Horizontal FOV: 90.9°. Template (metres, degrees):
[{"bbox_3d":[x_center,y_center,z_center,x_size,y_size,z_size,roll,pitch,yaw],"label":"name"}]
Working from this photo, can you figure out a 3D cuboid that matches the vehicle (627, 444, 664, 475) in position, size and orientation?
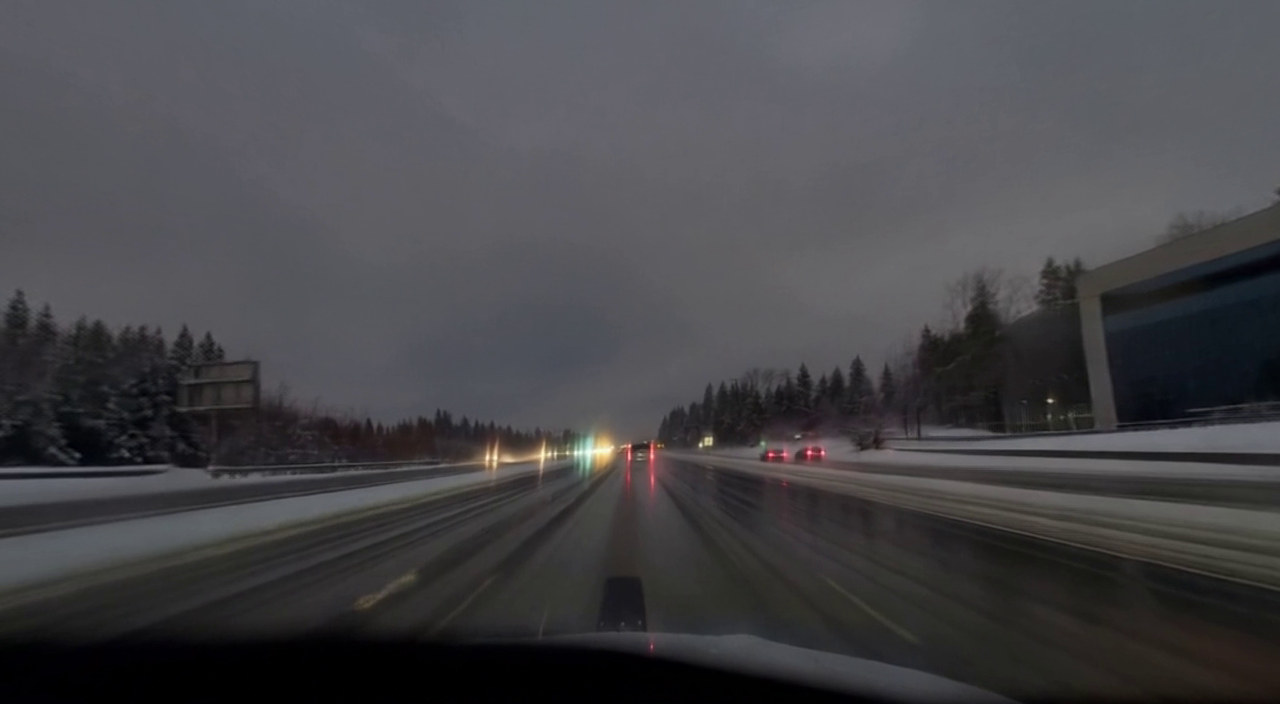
[{"bbox_3d":[0.301,6.171,36.206,2.015,1.639,4.086,0,-9,0],"label":"vehicle"}]
